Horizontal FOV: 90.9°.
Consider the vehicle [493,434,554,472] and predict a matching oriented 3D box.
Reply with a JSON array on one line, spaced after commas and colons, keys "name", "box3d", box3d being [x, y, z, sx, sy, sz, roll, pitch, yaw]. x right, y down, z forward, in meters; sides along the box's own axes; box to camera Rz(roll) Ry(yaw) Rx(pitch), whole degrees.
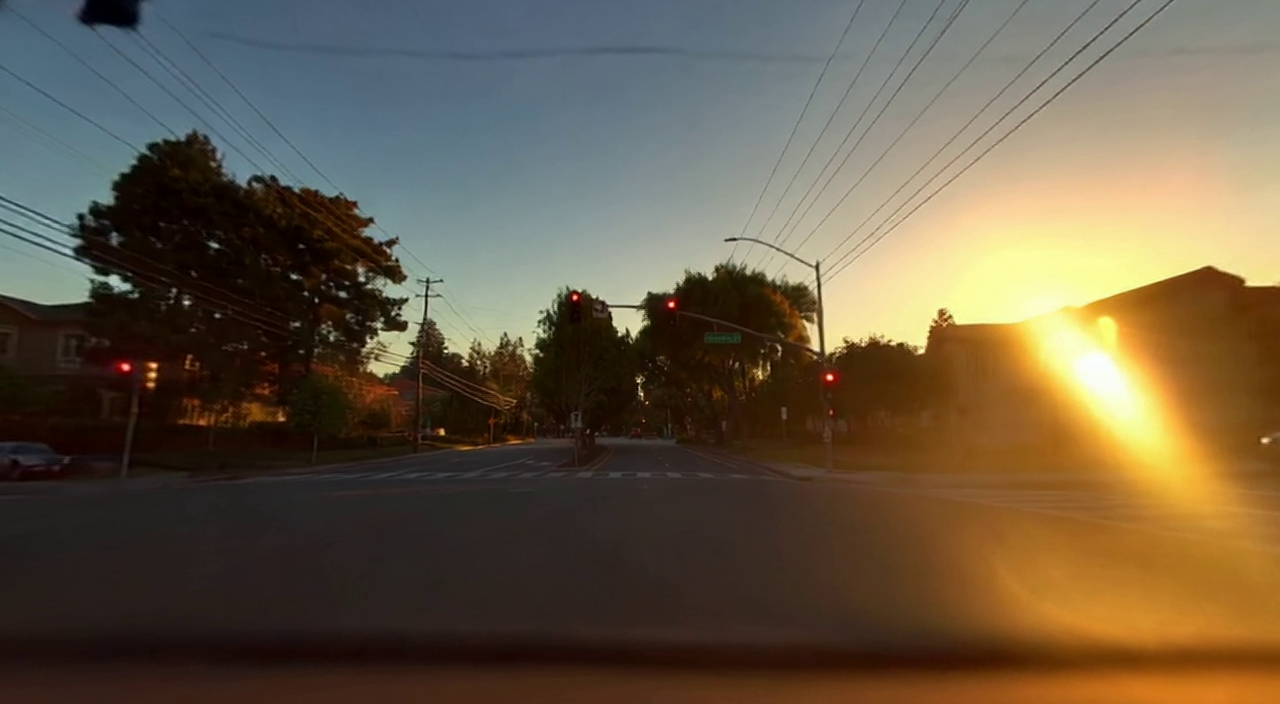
[{"name": "vehicle", "box3d": [-5.170, 4.505, 28.696, 1.948, 1.471, 5.408, 2, -7, -2]}]

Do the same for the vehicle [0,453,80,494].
[{"name": "vehicle", "box3d": [-24.705, 4.670, 24.376, 4.195, 1.493, 1.890, 0, -9, -2]}]
